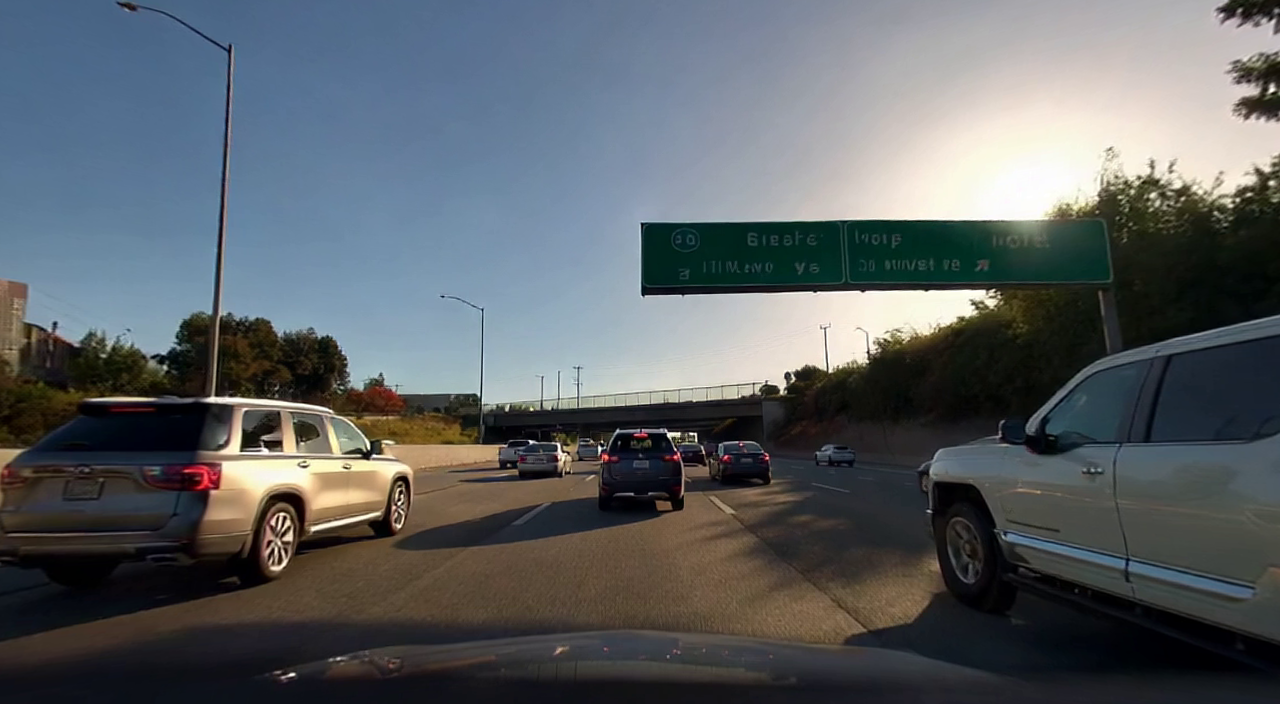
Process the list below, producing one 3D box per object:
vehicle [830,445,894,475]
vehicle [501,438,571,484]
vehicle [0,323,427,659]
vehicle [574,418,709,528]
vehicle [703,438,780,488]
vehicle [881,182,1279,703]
[{"bbox_3d":[12.379,6.032,35.372,1.797,1.557,4.653,1,-9,-1],"label":"vehicle"},{"bbox_3d":[-4.088,4.365,25.496,1.982,1.655,4.604,0,-9,1],"label":"vehicle"},{"bbox_3d":[-4.568,1.300,7.036,2.212,2.101,6.052,0,-9,0],"label":"vehicle"},{"bbox_3d":[0.048,2.287,12.406,2.181,1.756,4.167,0,-9,1],"label":"vehicle"},{"bbox_3d":[3.598,4.029,23.186,2.022,1.633,4.651,1,-9,-1],"label":"vehicle"},{"bbox_3d":[3.473,0.680,3.315,2.300,2.242,5.327,0,-9,0],"label":"vehicle"}]
